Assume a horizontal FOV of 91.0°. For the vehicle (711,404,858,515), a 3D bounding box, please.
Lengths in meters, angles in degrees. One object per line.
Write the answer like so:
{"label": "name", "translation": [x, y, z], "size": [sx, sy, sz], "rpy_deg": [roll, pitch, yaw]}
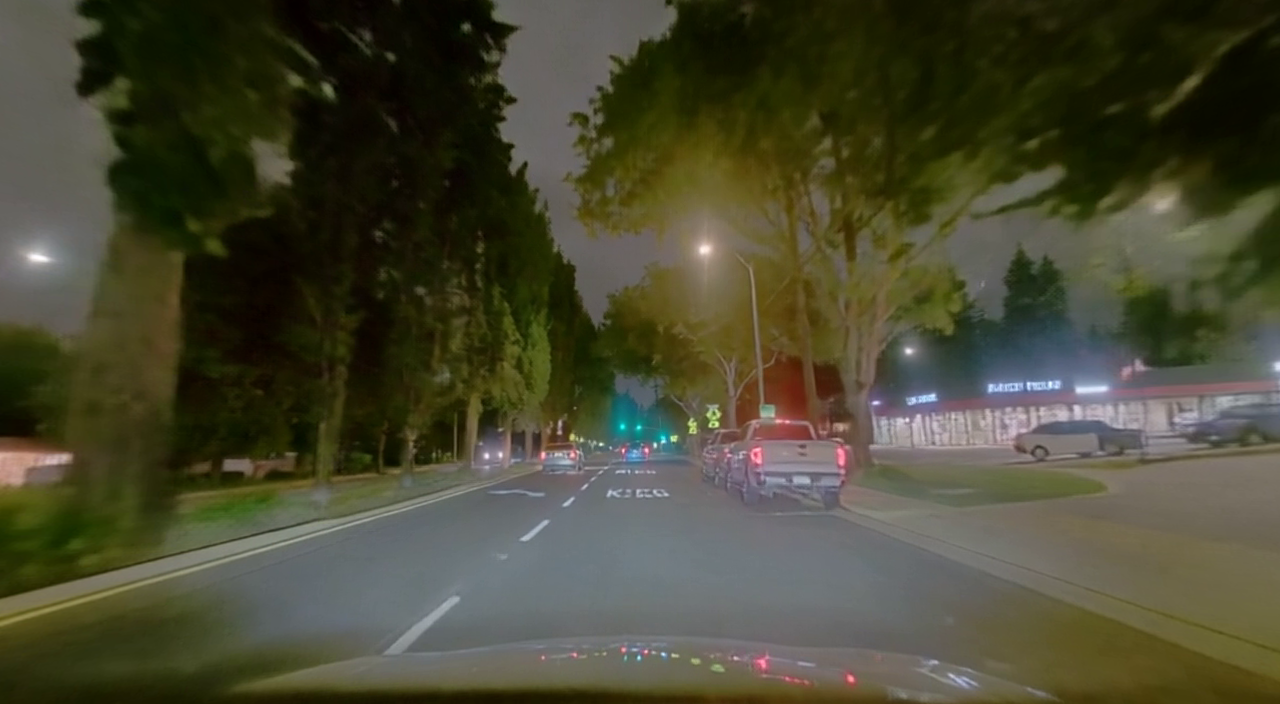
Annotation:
{"label": "vehicle", "translation": [2.986, 2.389, 14.465], "size": [2.072, 2.017, 5.590], "rpy_deg": [0, -8, 0]}

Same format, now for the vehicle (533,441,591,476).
{"label": "vehicle", "translation": [-3.493, 4.848, 28.986], "size": [2.083, 1.460, 4.527], "rpy_deg": [0, -8, 0]}

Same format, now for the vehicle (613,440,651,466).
{"label": "vehicle", "translation": [-0.482, 6.192, 38.825], "size": [2.187, 1.478, 4.138], "rpy_deg": [0, -8, -1]}

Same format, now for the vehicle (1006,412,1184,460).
{"label": "vehicle", "translation": [15.766, 2.985, 22.135], "size": [1.881, 1.477, 4.617], "rpy_deg": [4, -9, -27]}

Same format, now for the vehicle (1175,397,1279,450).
{"label": "vehicle", "translation": [21.988, 2.505, 21.837], "size": [2.031, 1.732, 4.653], "rpy_deg": [4, -9, -24]}
